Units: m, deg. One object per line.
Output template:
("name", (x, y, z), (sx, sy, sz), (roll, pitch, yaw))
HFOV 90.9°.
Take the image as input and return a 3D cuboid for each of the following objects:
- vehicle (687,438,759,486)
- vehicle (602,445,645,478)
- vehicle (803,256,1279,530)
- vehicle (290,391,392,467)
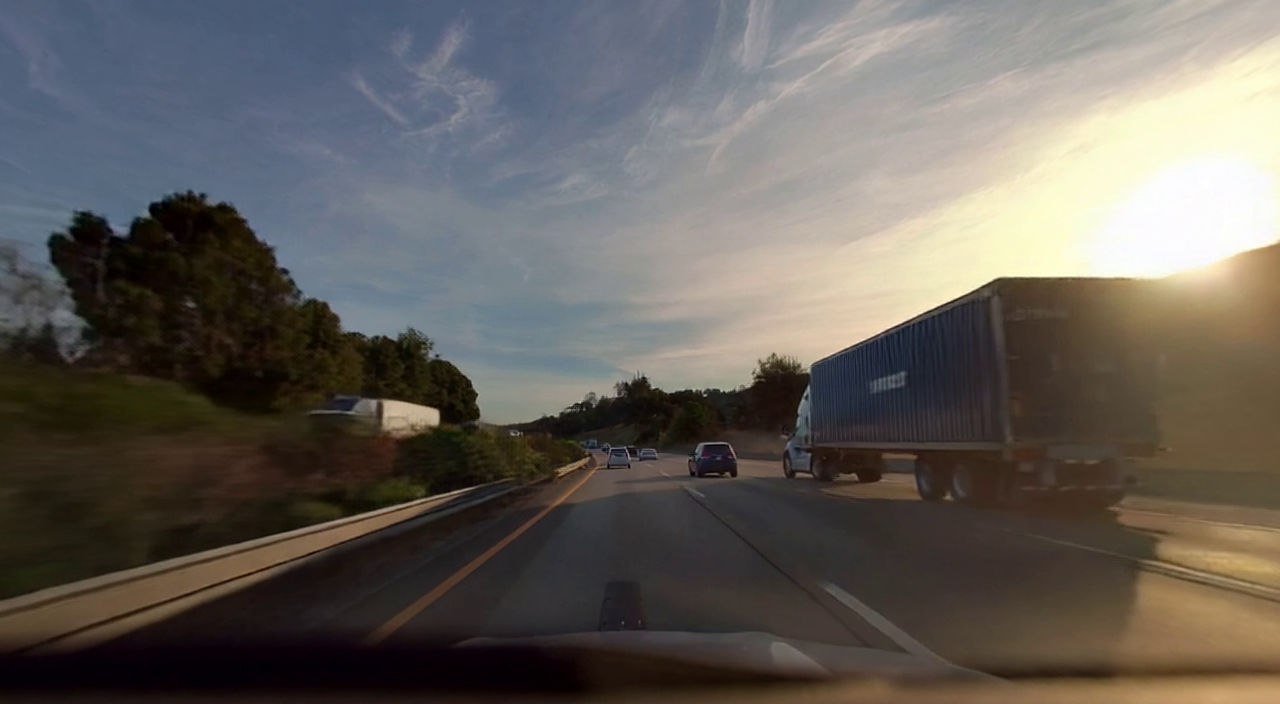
("vehicle", (3.000, 4.064, 23.589), (2.013, 1.623, 3.916), (0, -9, -2))
("vehicle", (-0.843, 5.414, 31.463), (2.050, 1.534, 3.771), (0, -9, -2))
("vehicle", (7.685, 1.624, 16.196), (2.965, 3.990, 14.227), (0, -9, -1))
("vehicle", (-16.950, 4.523, 36.288), (2.948, 4.008, 5.870), (0, -9, -1))
